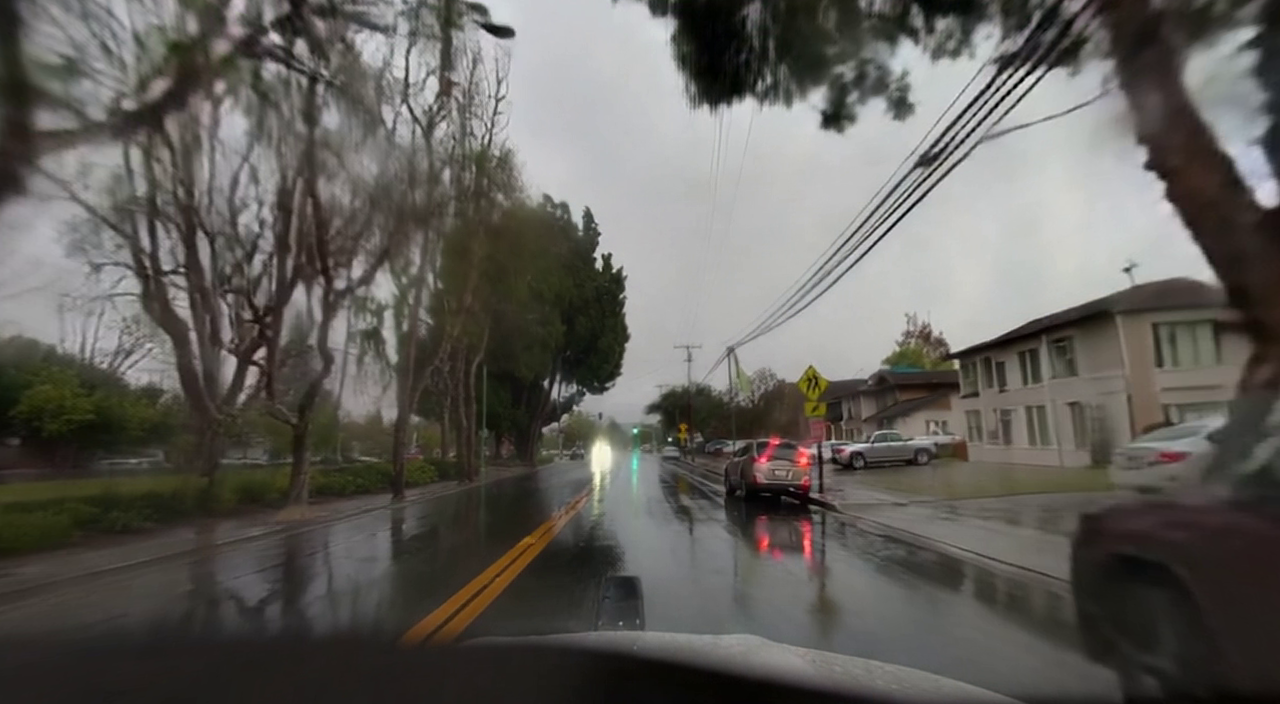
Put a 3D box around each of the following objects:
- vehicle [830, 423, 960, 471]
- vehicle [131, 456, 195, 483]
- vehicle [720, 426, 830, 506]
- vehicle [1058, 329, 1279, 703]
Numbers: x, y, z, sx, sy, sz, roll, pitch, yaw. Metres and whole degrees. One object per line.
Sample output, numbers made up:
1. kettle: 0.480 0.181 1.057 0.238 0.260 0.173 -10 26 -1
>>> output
1. vehicle: 10.523 3.941 26.340 4.512 1.793 1.908 -1 -9 -2
2. vehicle: -29.083 7.096 38.463 4.558 1.495 1.925 -7 -11 38
3. vehicle: 3.429 2.986 16.934 1.949 1.807 4.224 1 -9 -1
4. vehicle: 3.500 0.621 1.132 2.125 1.772 4.629 0 -9 -3
